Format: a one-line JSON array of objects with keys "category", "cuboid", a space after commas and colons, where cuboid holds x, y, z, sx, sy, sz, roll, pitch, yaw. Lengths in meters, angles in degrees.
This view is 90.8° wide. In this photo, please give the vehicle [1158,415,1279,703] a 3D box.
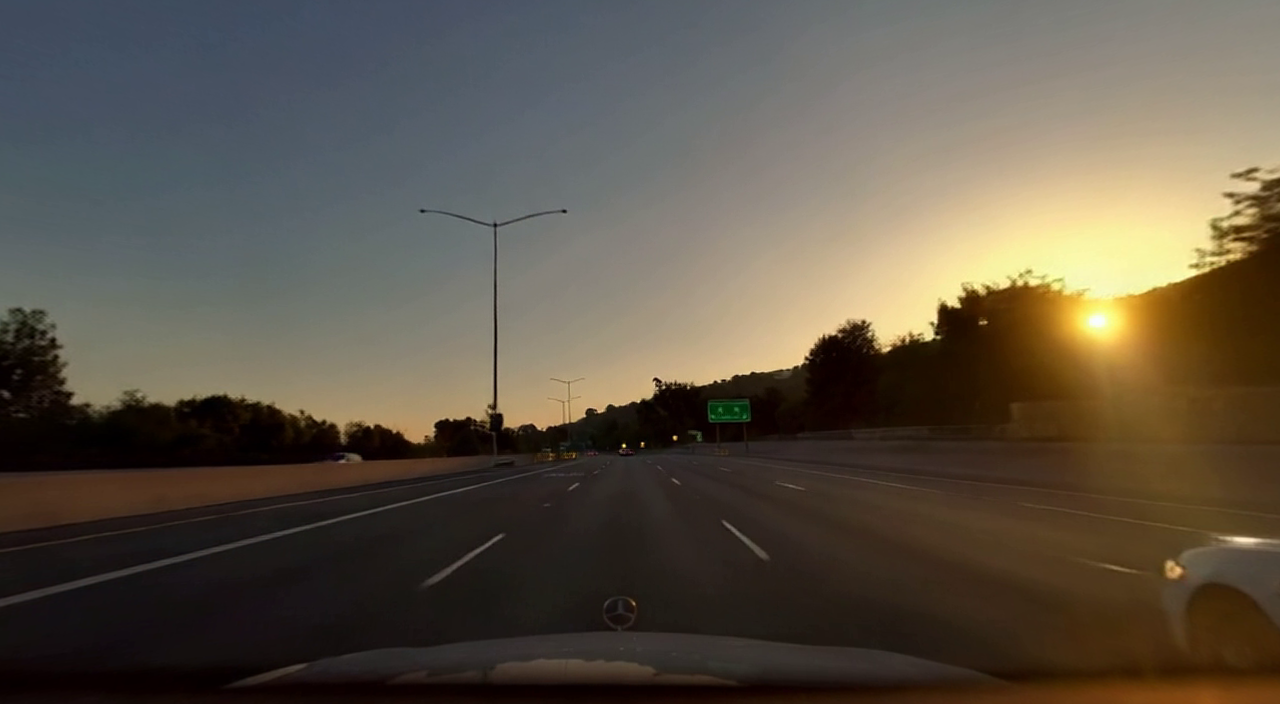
[{"category": "vehicle", "cuboid": [3.878, 0.734, 0.851, 2.217, 1.477, 4.817, 0, -9, -1]}]
